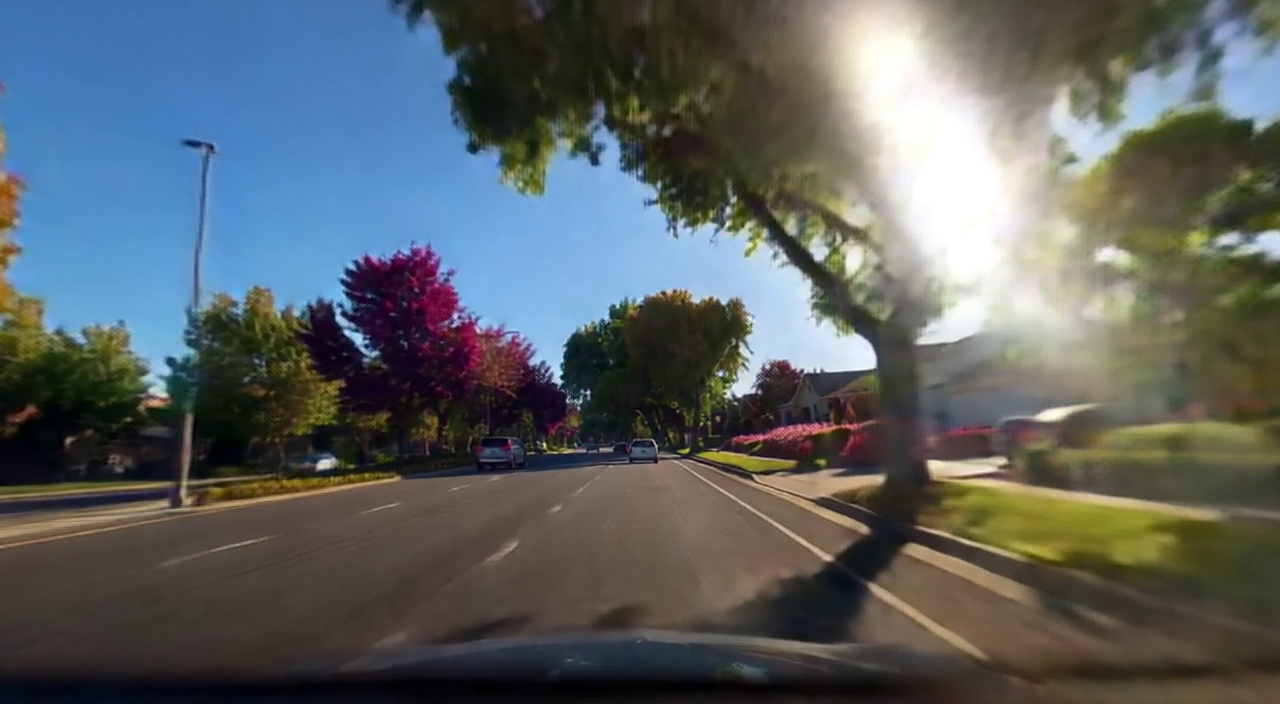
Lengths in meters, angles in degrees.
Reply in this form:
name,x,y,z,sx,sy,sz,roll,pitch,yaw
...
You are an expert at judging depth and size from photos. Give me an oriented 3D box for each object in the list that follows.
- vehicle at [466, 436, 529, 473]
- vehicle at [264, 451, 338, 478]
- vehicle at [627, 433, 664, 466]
name,x,y,z,sx,sy,sz,roll,pitch,yaw
vehicle,-6.908,5.015,31.080,1.993,1.657,4.487,-1,-8,1
vehicle,-20.704,6.876,38.815,1.877,1.507,4.722,0,-8,1
vehicle,0.329,5.744,37.291,2.070,1.764,4.552,0,-8,1
